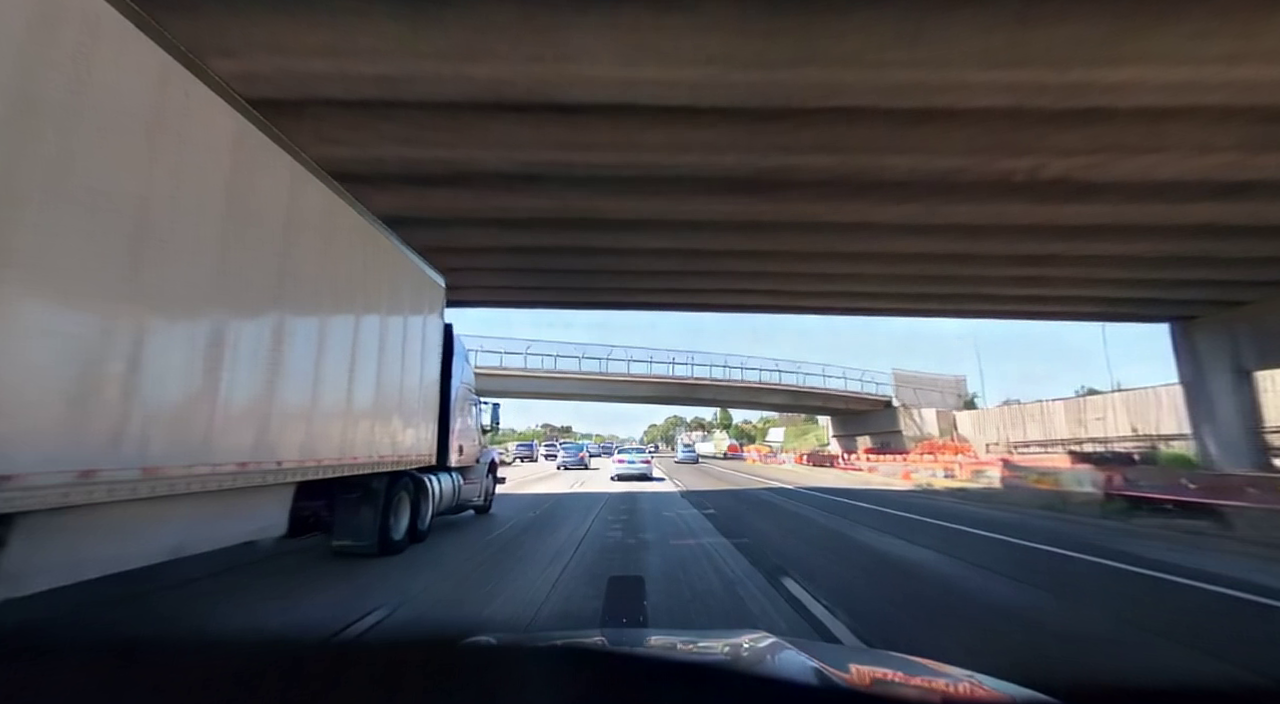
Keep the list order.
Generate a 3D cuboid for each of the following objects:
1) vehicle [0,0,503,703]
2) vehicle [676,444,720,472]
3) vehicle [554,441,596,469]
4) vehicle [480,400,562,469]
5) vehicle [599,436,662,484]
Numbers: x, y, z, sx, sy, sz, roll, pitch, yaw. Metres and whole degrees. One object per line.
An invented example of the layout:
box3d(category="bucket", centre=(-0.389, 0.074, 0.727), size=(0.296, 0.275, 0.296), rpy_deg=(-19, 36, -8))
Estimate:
box3d(category="vehicle", centre=(-3.746, 0.389, 4.395), size=(3.075, 3.276, 11.073), rpy_deg=(0, -8, 0))
box3d(category="vehicle", centre=(3.213, 5.944, 35.585), size=(2.003, 1.465, 4.092), rpy_deg=(0, -8, -1))
box3d(category="vehicle", centre=(-4.018, 6.460, 39.662), size=(2.124, 1.639, 4.344), rpy_deg=(0, -8, 1))
box3d(category="vehicle", centre=(-7.328, 5.430, 40.847), size=(2.959, 3.886, 10.574), rpy_deg=(0, -8, 2))
box3d(category="vehicle", centre=(-0.366, 4.198, 24.872), size=(2.270, 1.696, 4.061), rpy_deg=(0, -8, 0))
